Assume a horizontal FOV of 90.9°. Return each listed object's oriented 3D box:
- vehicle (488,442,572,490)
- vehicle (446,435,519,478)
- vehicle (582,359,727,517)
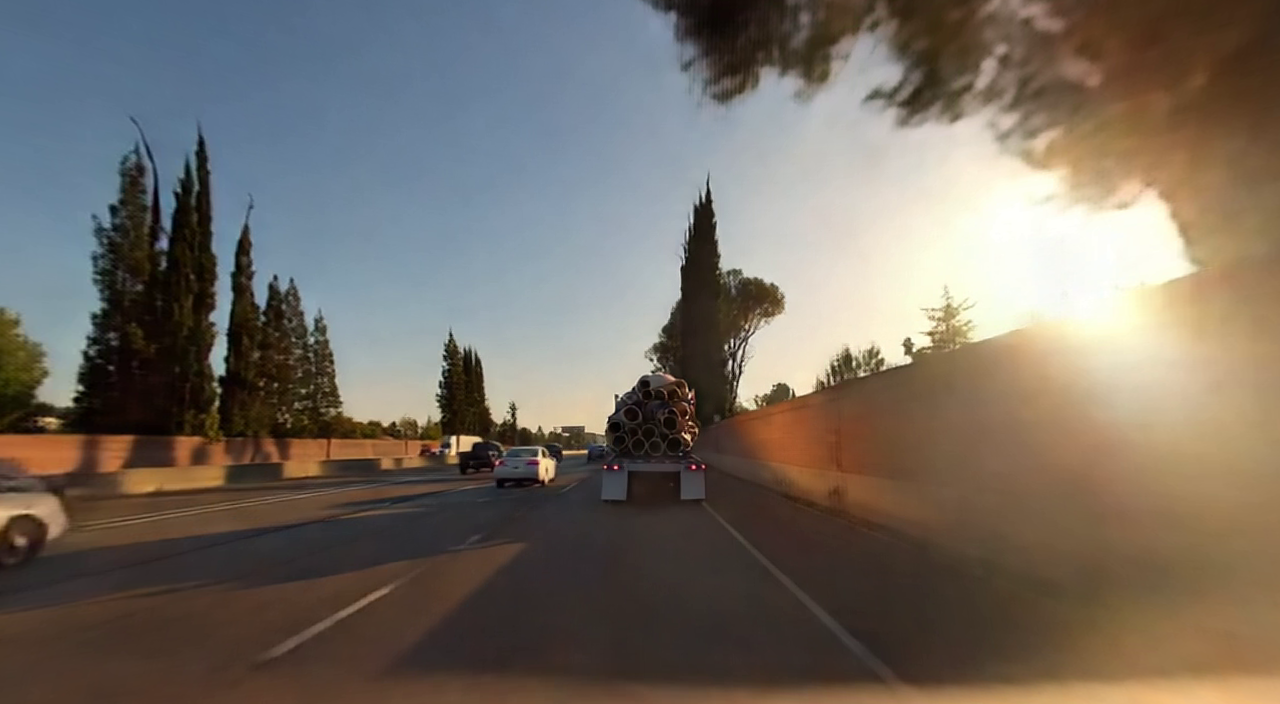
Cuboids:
[{"bbox_3d":[-3.642,3.850,21.723,1.974,1.475,4.538,0,-8,1],"label":"vehicle"},{"bbox_3d":[-7.459,5.007,30.412,2.164,1.874,5.004,0,-8,0],"label":"vehicle"},{"bbox_3d":[0.323,2.278,16.551,2.798,3.071,8.412,0,-8,1],"label":"vehicle"}]
